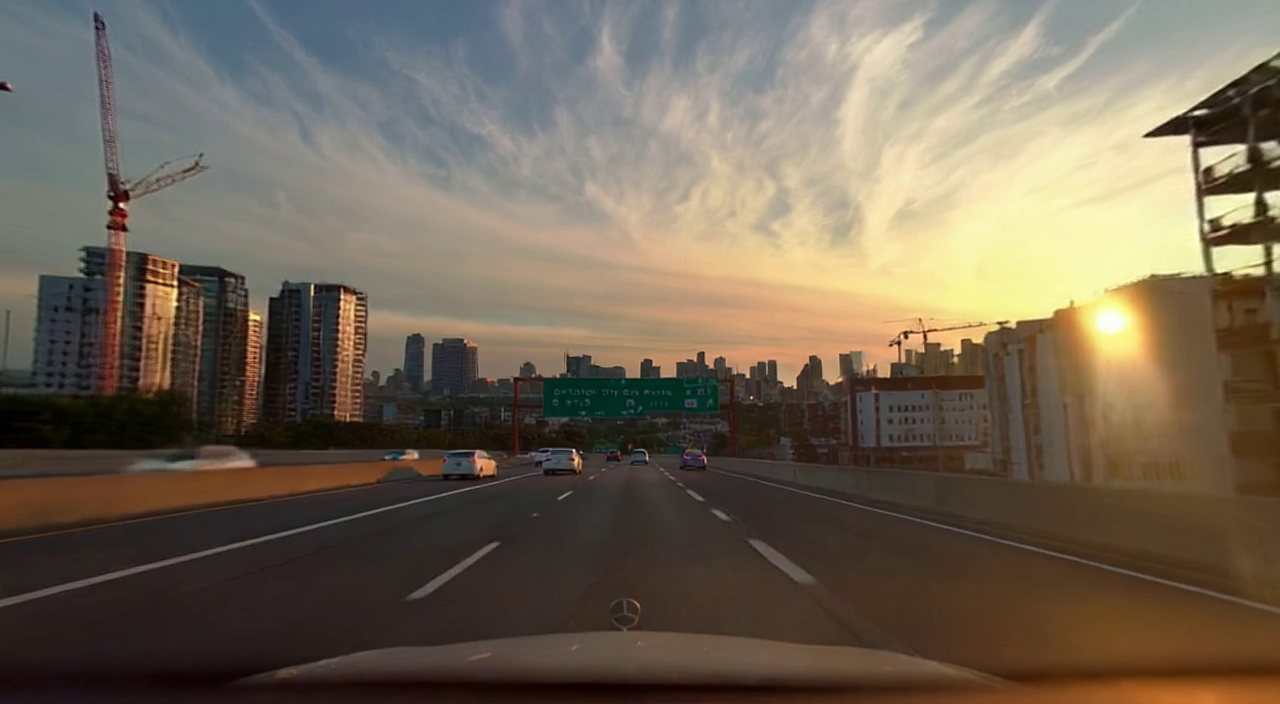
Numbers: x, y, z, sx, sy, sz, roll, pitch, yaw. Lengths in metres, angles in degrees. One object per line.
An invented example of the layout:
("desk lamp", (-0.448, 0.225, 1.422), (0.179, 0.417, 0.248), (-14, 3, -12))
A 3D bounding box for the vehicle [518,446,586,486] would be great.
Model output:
("vehicle", (-3.562, 4.717, 26.486), (2.136, 1.512, 4.488), (0, -8, 1))

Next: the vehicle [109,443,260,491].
("vehicle", (-16.373, 4.116, 23.120), (1.984, 1.539, 4.752), (0, -8, 0))

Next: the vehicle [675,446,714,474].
("vehicle", (3.312, 6.667, 39.313), (1.978, 1.602, 4.092), (0, -8, -1))

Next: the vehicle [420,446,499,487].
("vehicle", (-7.383, 4.701, 26.256), (1.951, 1.528, 4.209), (0, -8, 1))
